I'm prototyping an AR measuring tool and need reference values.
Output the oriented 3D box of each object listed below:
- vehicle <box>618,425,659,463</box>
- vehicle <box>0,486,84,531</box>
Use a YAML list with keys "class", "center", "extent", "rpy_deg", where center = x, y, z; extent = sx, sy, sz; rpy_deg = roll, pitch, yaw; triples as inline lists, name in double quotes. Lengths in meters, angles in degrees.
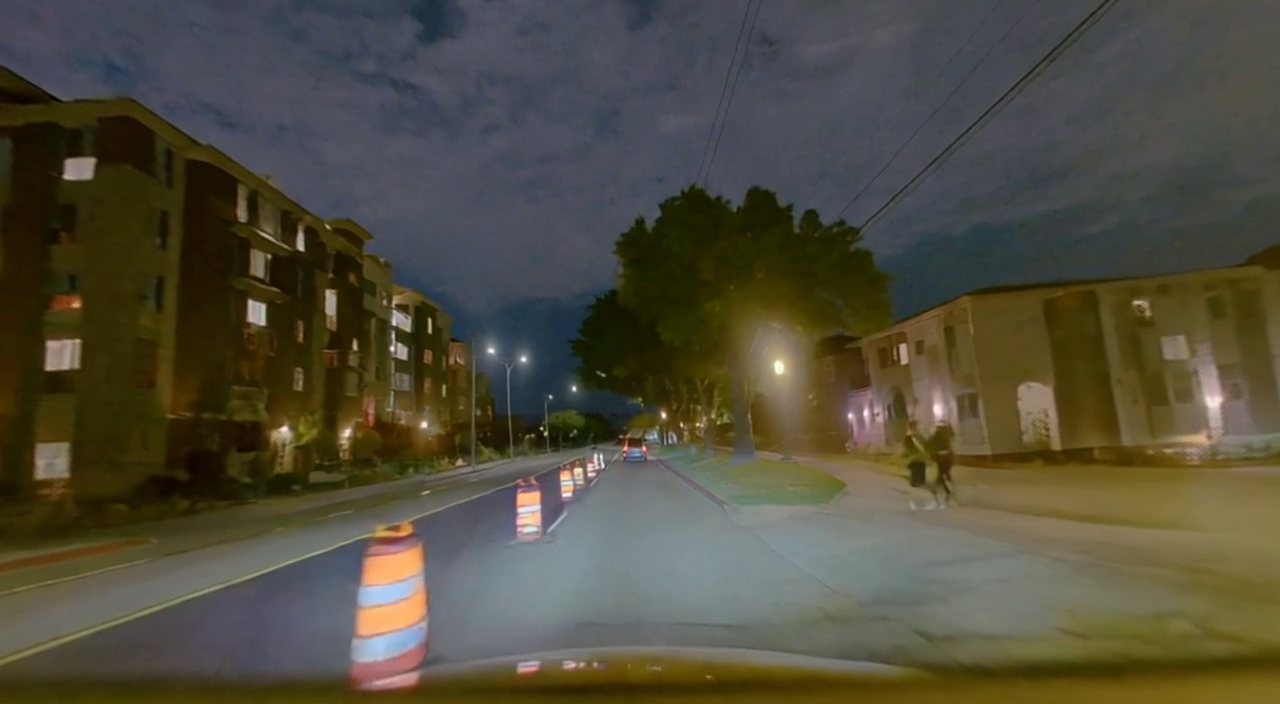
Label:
- class: "vehicle"
  center: [-0.156, 5.338, 36.595]
  extent: [2.169, 2.015, 5.206]
  rpy_deg: [0, -9, -2]
- class: "vehicle"
  center: [-25.423, 6.371, 25.930]
  extent: [4.314, 1.583, 1.779]
  rpy_deg: [-4, -10, 18]
